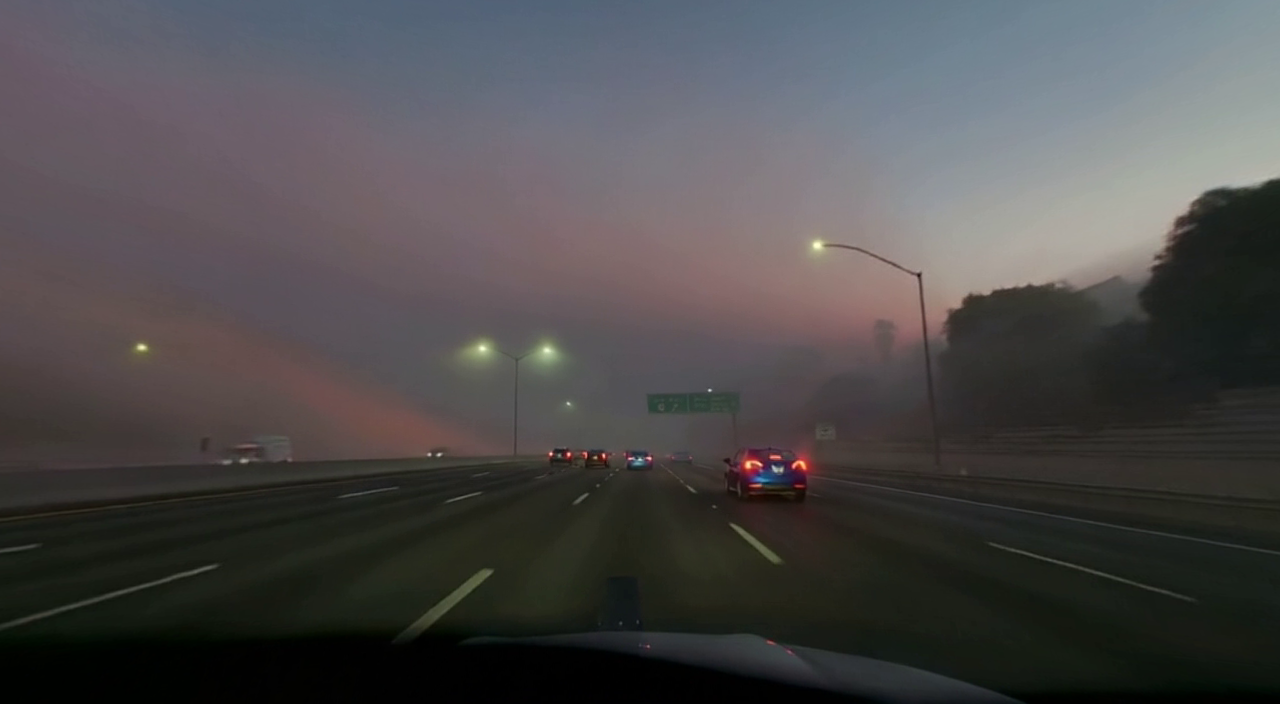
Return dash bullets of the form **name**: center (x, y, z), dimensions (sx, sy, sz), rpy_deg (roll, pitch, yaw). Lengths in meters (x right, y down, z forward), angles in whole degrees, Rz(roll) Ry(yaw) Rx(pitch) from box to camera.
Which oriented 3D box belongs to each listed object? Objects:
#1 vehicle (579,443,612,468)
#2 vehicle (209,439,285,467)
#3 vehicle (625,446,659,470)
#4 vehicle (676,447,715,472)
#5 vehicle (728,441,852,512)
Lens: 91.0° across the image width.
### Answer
- **vehicle**: center (-3.160, 7.495, 45.753), dimensions (2.091, 1.664, 4.157), rpy_deg (0, -9, 0)
- **vehicle**: center (-23.308, 5.981, 37.510), dimensions (1.967, 1.530, 3.845), rpy_deg (0, -9, 1)
- **vehicle**: center (0.146, 7.112, 42.556), dimensions (2.166, 1.496, 4.158), rpy_deg (0, -9, 0)
- **vehicle**: center (3.467, 6.789, 40.006), dimensions (2.036, 1.517, 4.256), rpy_deg (0, -9, -1)
- **vehicle**: center (3.641, 3.101, 16.250), dimensions (2.077, 1.527, 4.553), rpy_deg (0, -9, 0)
